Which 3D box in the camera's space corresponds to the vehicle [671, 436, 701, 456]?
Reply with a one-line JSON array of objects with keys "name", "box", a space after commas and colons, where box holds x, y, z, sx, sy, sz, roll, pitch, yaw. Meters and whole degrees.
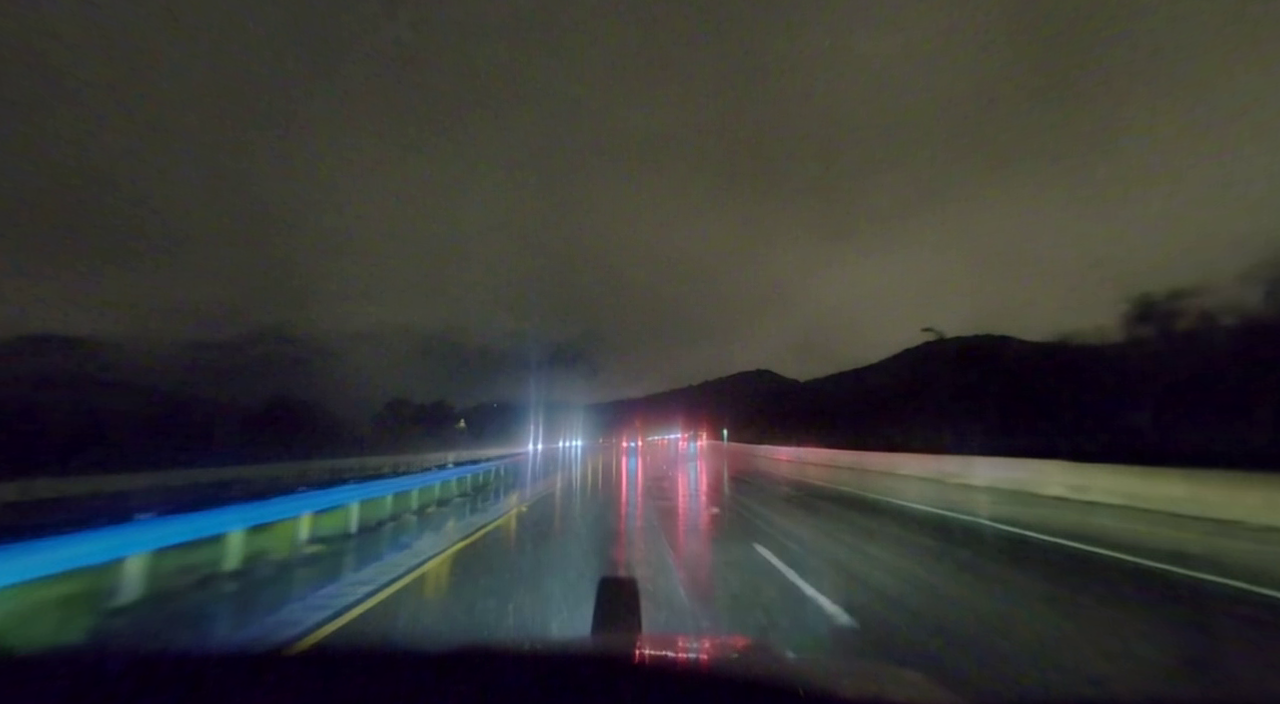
[{"name": "vehicle", "box": [3.594, 7.421, 49.878, 1.995, 1.490, 3.857, 0, -8, -1]}]
